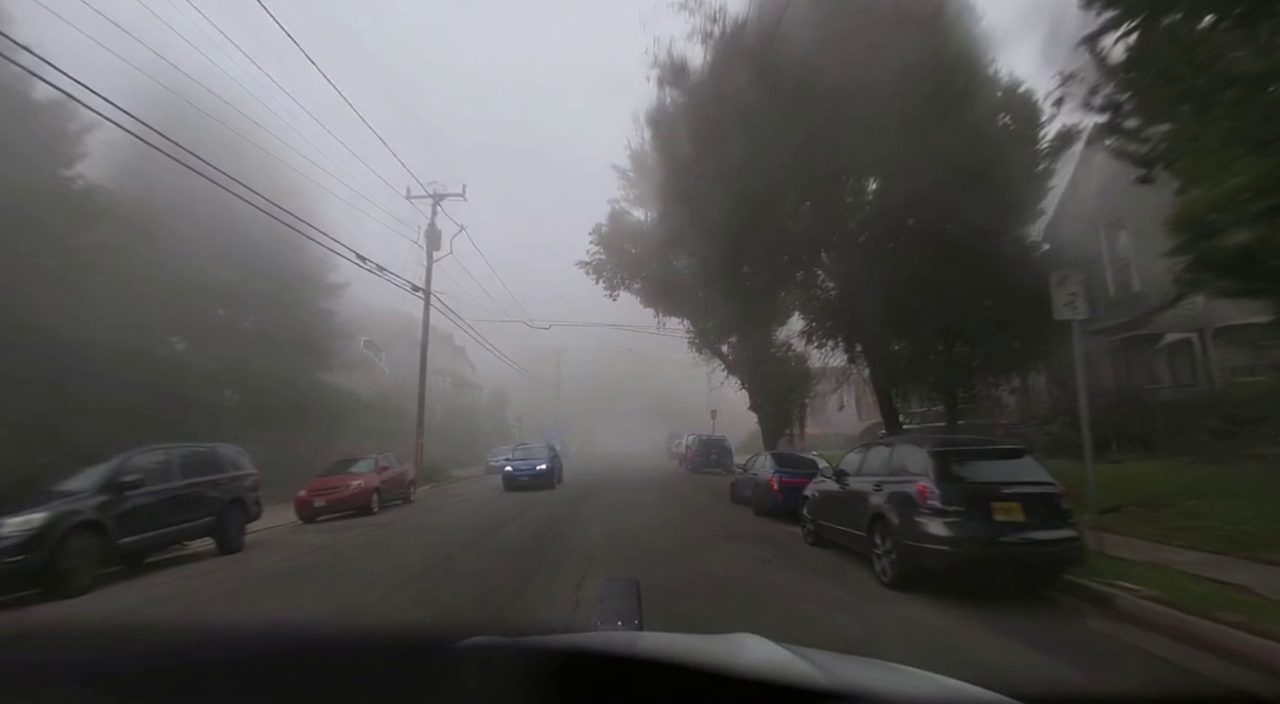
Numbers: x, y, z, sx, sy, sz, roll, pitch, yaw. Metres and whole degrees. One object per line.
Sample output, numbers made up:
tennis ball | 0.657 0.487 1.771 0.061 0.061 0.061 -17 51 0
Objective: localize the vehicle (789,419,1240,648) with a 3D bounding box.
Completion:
vehicle | 3.095 1.566 6.551 1.869 1.531 4.383 0 -9 -2

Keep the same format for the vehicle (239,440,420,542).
vehicle | -6.807 2.997 14.454 1.936 1.528 4.620 -3 -4 -2

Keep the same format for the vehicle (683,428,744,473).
vehicle | 3.110 4.326 27.686 2.013 1.775 4.570 0 -9 -1

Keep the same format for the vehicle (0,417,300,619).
vehicle | -6.874 1.821 8.401 2.031 1.845 4.825 0 -5 -1

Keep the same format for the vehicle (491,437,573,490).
vehicle | -3.387 3.570 20.483 1.929 1.535 4.075 0 -9 0
